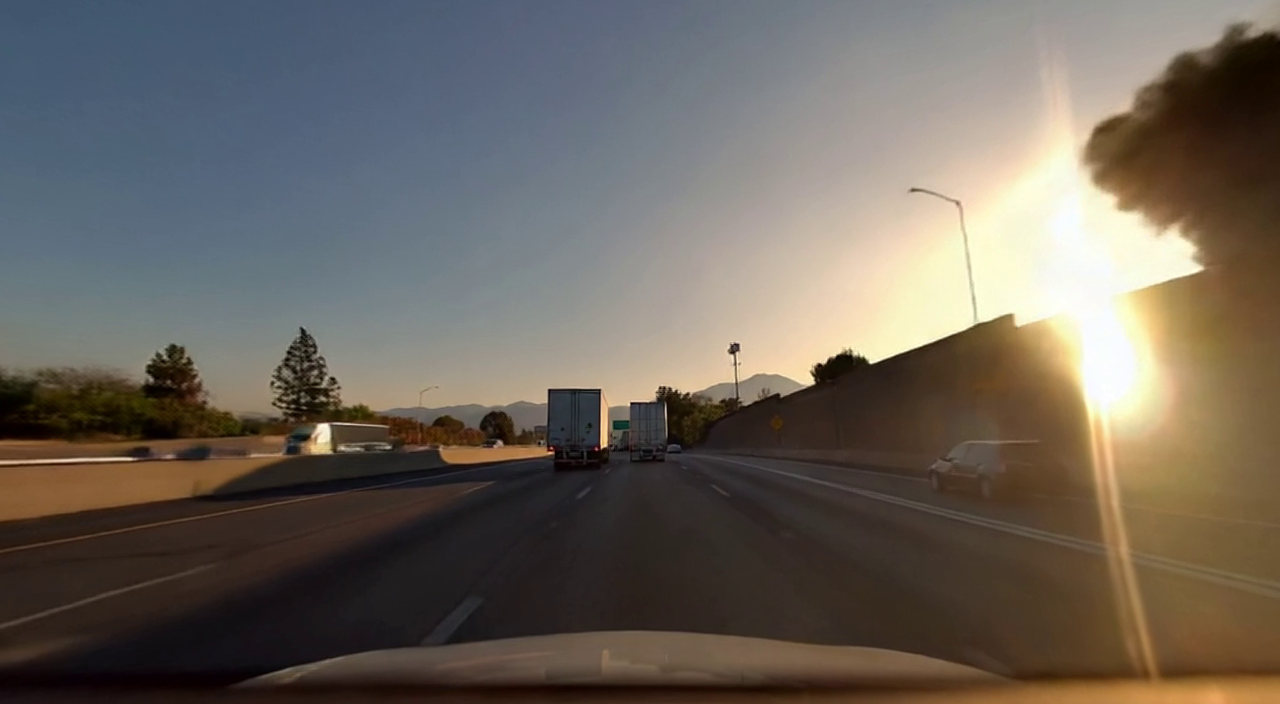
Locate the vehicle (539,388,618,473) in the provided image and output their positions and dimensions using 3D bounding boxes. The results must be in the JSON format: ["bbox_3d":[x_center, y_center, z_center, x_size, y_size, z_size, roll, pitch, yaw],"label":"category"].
[{"bbox_3d":[-3.073,4.451,35.389,2.962,3.947,11.574,0,-8,1],"label":"vehicle"}]

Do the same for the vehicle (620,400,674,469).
[{"bbox_3d":[0.413,5.418,42.040,3.054,3.944,11.230,-1,-7,0],"label":"vehicle"}]

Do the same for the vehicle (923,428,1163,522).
[{"bbox_3d":[7.835,2.382,12.937,1.969,1.560,4.394,1,-8,-1],"label":"vehicle"}]
